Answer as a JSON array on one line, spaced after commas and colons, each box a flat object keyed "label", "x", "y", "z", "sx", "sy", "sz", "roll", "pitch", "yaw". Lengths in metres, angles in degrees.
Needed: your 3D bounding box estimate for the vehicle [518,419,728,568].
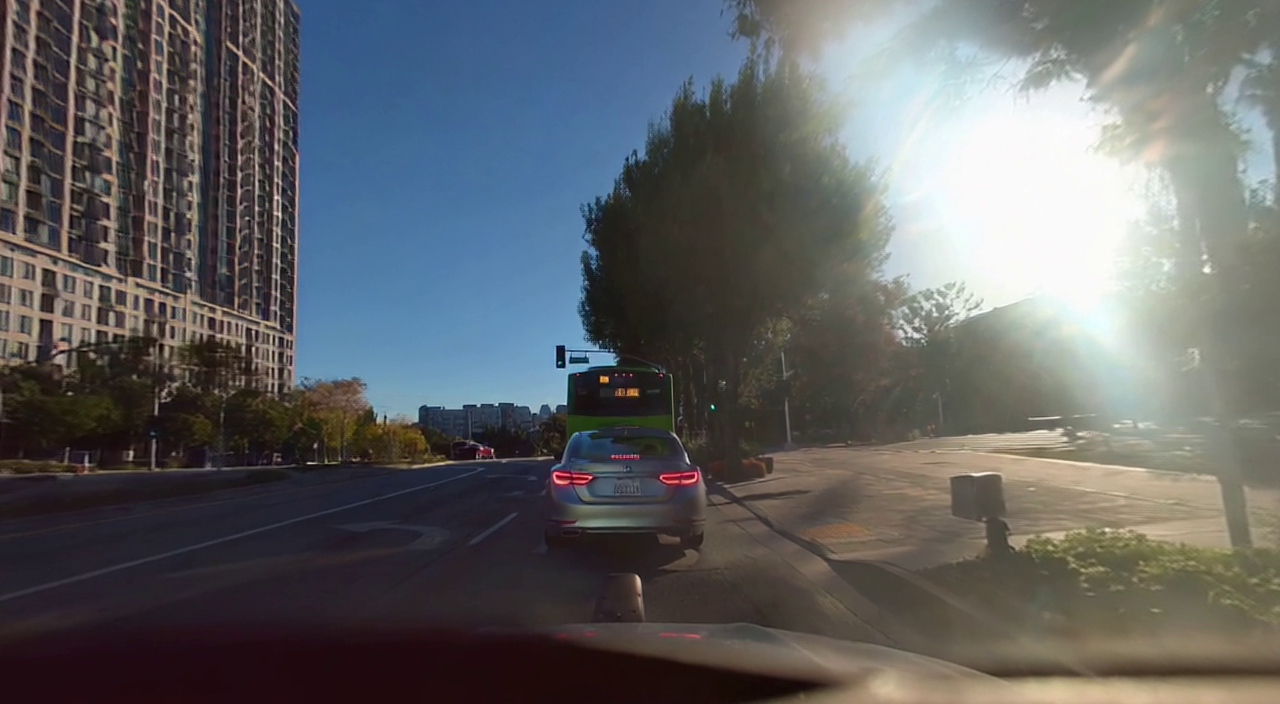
[{"label": "vehicle", "x": -0.215, "y": 1.654, "z": 8.204, "sx": 2.064, "sy": 1.452, "sz": 3.942, "roll": 0, "pitch": -8, "yaw": -2}]
